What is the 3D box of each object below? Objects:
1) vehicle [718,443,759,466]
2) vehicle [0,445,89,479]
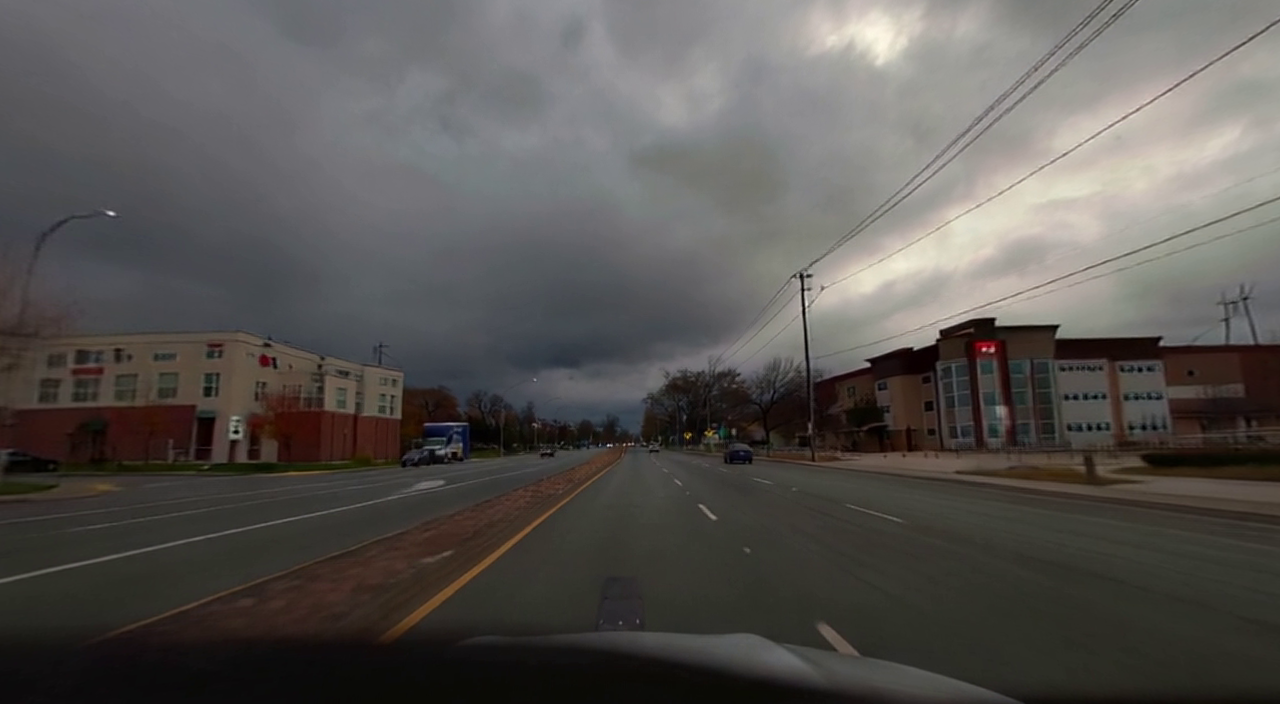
[{"bbox_3d":[6.500,6.836,42.129,1.916,1.437,4.327,0,-9,-2],"label":"vehicle"},{"bbox_3d":[-34.797,6.217,35.989,1.965,1.753,5.154,0,-9,2],"label":"vehicle"}]
